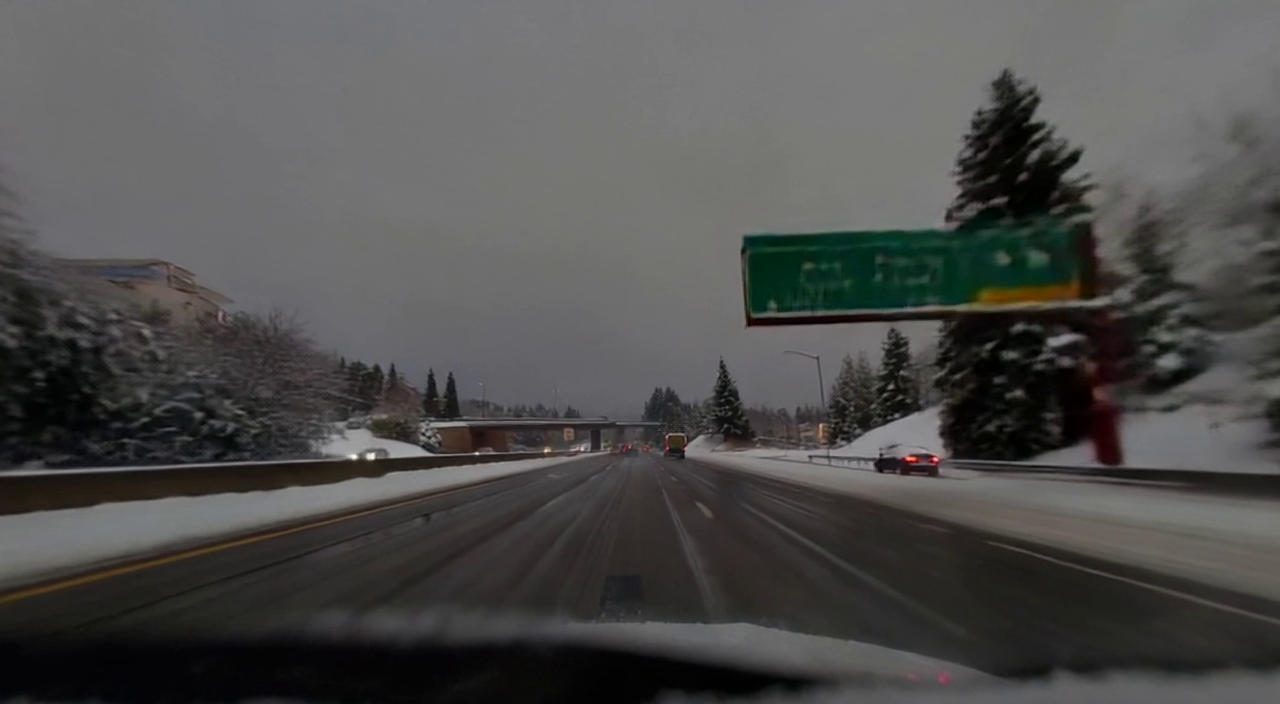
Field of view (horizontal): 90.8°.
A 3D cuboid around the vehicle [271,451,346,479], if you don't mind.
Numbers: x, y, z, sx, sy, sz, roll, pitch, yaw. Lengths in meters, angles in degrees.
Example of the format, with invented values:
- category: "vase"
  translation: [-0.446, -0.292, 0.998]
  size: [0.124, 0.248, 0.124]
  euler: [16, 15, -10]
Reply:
- category: "vehicle"
  translation: [-19.587, 6.678, 37.595]
  size: [1.935, 1.484, 4.558]
  euler: [0, -9, 1]

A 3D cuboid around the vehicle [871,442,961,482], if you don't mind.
- category: "vehicle"
  translation: [11.425, 4.565, 26.528]
  size: [1.878, 1.509, 4.327]
  euler: [0, -9, 1]
